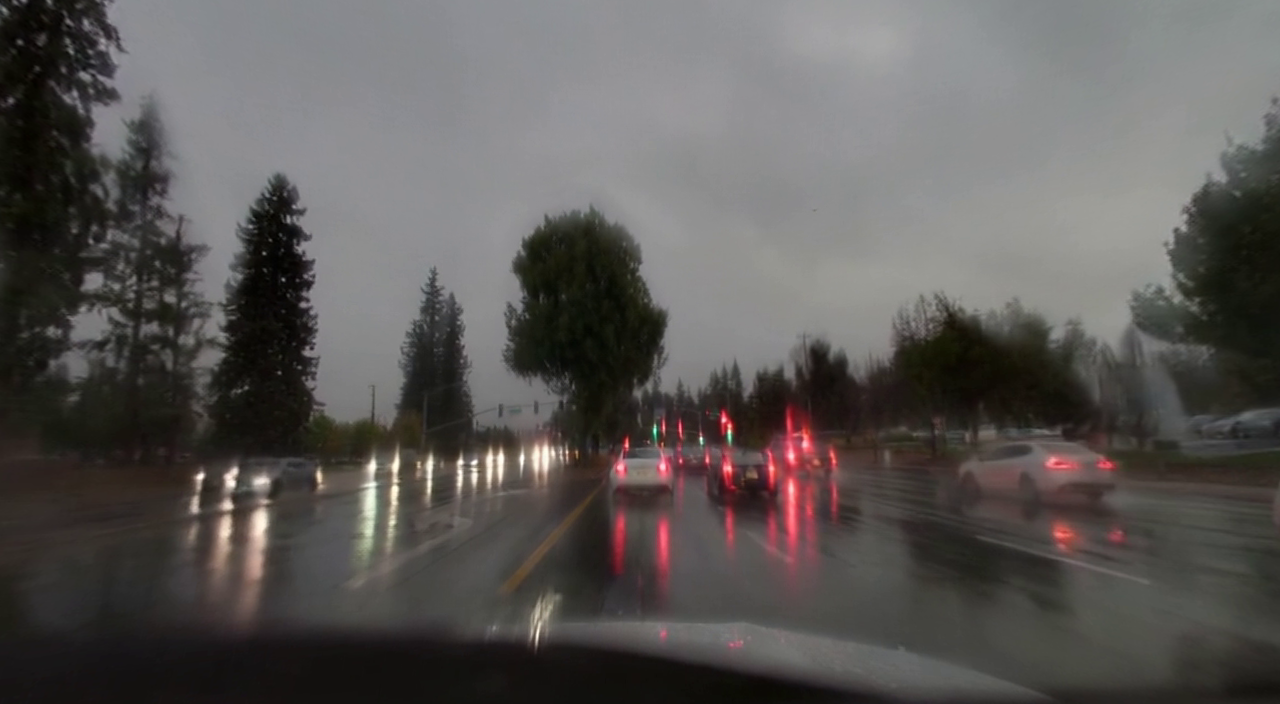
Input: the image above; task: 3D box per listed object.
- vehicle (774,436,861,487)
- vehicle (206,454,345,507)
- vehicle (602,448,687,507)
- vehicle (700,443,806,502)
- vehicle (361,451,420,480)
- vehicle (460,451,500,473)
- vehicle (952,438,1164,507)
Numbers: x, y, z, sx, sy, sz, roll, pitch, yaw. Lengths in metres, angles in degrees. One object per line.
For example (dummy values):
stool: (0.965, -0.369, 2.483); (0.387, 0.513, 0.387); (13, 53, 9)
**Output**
vehicle: (6.390, 3.988, 23.289); (1.931, 1.685, 4.054); (0, -8, -1)
vehicle: (-12.059, 4.248, 21.340); (2.002, 1.500, 4.536); (0, -8, 0)
vehicle: (0.046, 3.236, 16.795); (1.990, 1.347, 4.067); (0, -8, -2)
vehicle: (3.055, 3.366, 18.246); (1.970, 1.445, 4.974); (0, -8, -2)
vehicle: (-15.888, 7.217, 40.529); (1.908, 1.703, 4.547); (0, -8, 0)
vehicle: (-12.226, 8.413, 48.515); (1.896, 1.484, 4.473); (0, -8, 1)
vehicle: (10.451, 3.022, 16.458); (1.890, 1.488, 5.113); (0, -8, -2)
